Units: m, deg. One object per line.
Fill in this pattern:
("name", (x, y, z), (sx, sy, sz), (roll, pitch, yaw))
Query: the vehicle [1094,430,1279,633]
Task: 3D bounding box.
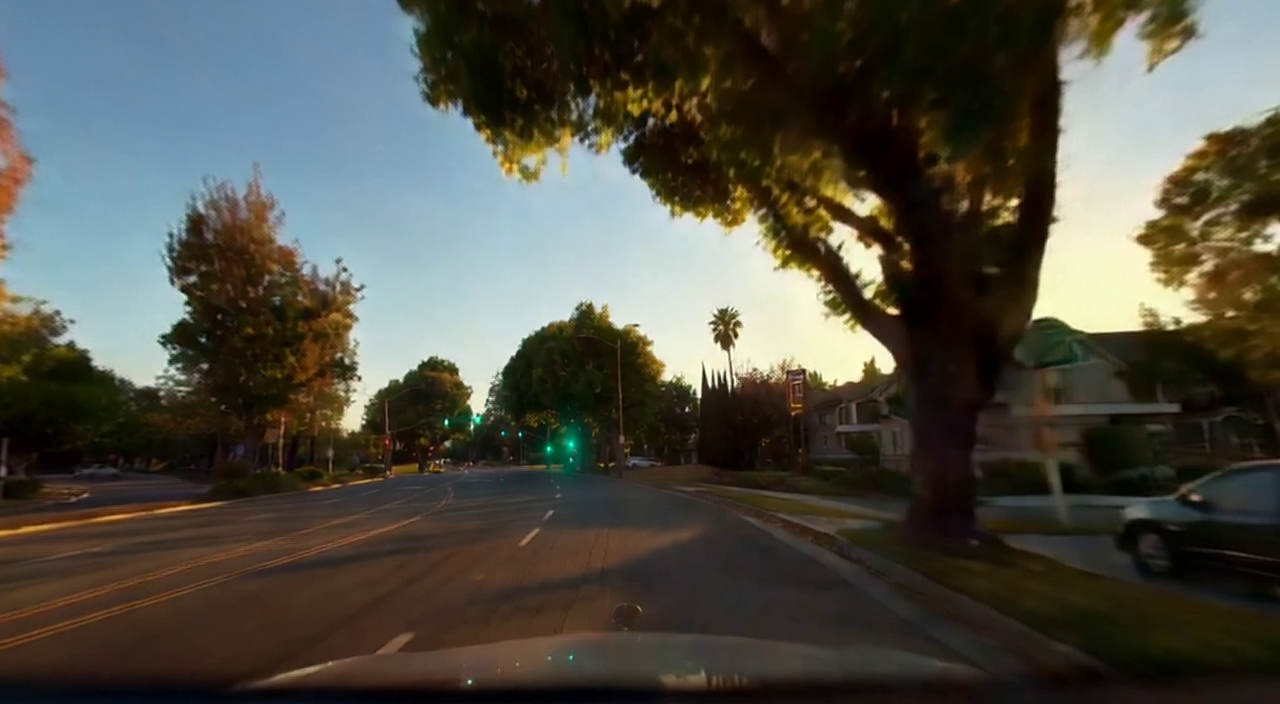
("vehicle", (7.820, 1.845, 6.696), (2.456, 2.057, 5.270), (-3, -9, 7))
